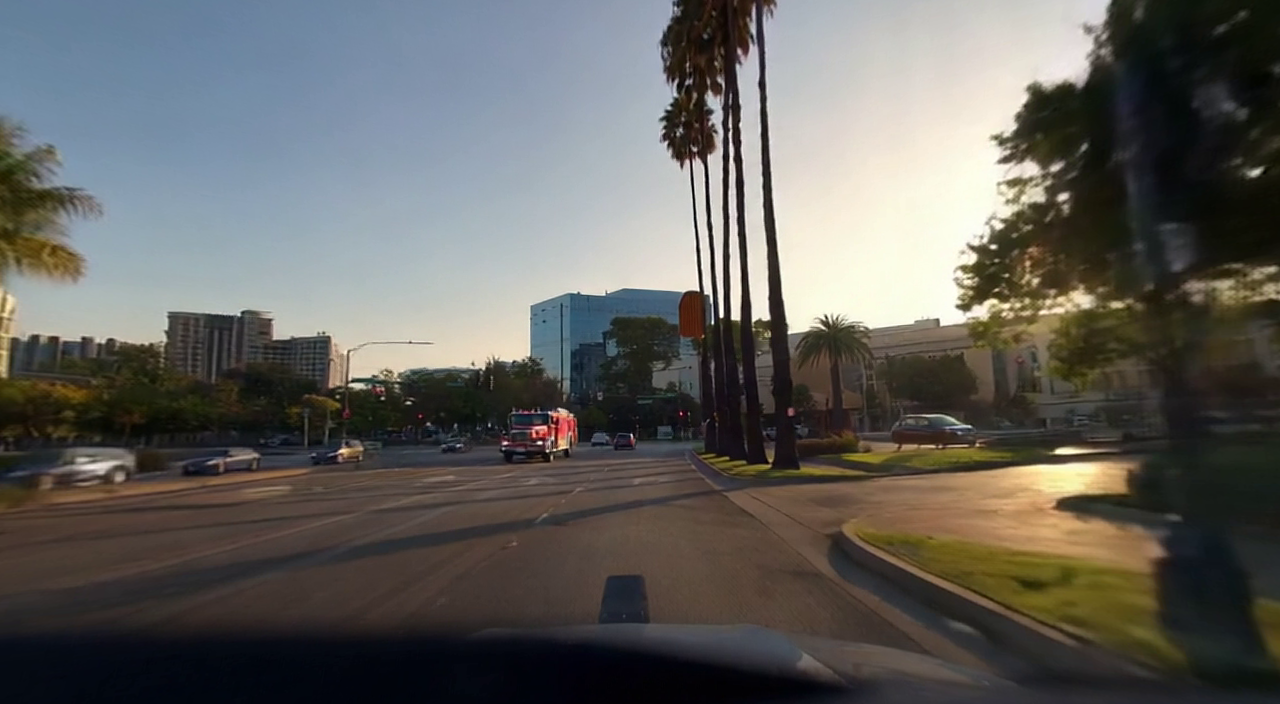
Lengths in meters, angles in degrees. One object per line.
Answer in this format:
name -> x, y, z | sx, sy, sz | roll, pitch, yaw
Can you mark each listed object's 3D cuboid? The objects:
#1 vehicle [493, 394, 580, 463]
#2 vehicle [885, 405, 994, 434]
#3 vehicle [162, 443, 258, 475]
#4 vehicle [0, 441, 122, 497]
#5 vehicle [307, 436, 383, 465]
vehicle -> -6.188, 5.022, 39.999 | 3.008, 3.730, 11.786 | 0, -8, 3
vehicle -> 15.504, 3.541, 32.696 | 4.663, 1.457, 2.045 | 0, -7, 2
vehicle -> -25.692, 6.351, 37.767 | 2.005, 1.771, 5.072 | 0, -8, 2
vehicle -> -21.871, 4.197, 22.946 | 1.988, 1.811, 4.399 | 0, -8, 2
vehicle -> -21.320, 7.157, 45.683 | 2.460, 1.958, 5.843 | 0, -8, 2
